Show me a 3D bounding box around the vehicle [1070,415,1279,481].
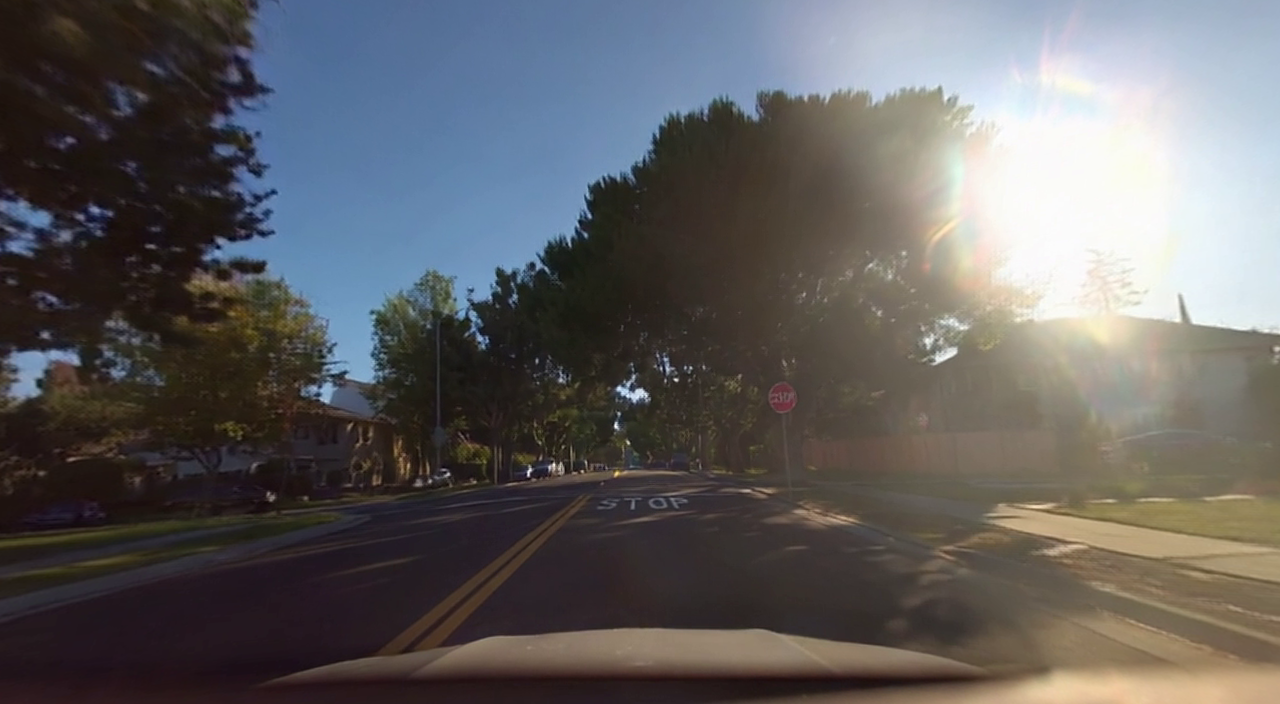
[{"bbox_3d":[16.768,2.997,19.675,4.982,1.874,2.133,-3,-9,12],"label":"vehicle"}]

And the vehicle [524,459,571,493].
[{"bbox_3d":[-6.048,8.155,41.822,2.149,1.823,4.613,-6,-10,1],"label":"vehicle"}]

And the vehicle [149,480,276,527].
[{"bbox_3d":[-18.521,6.558,27.445,4.274,1.626,2.093,-6,-10,11],"label":"vehicle"}]
